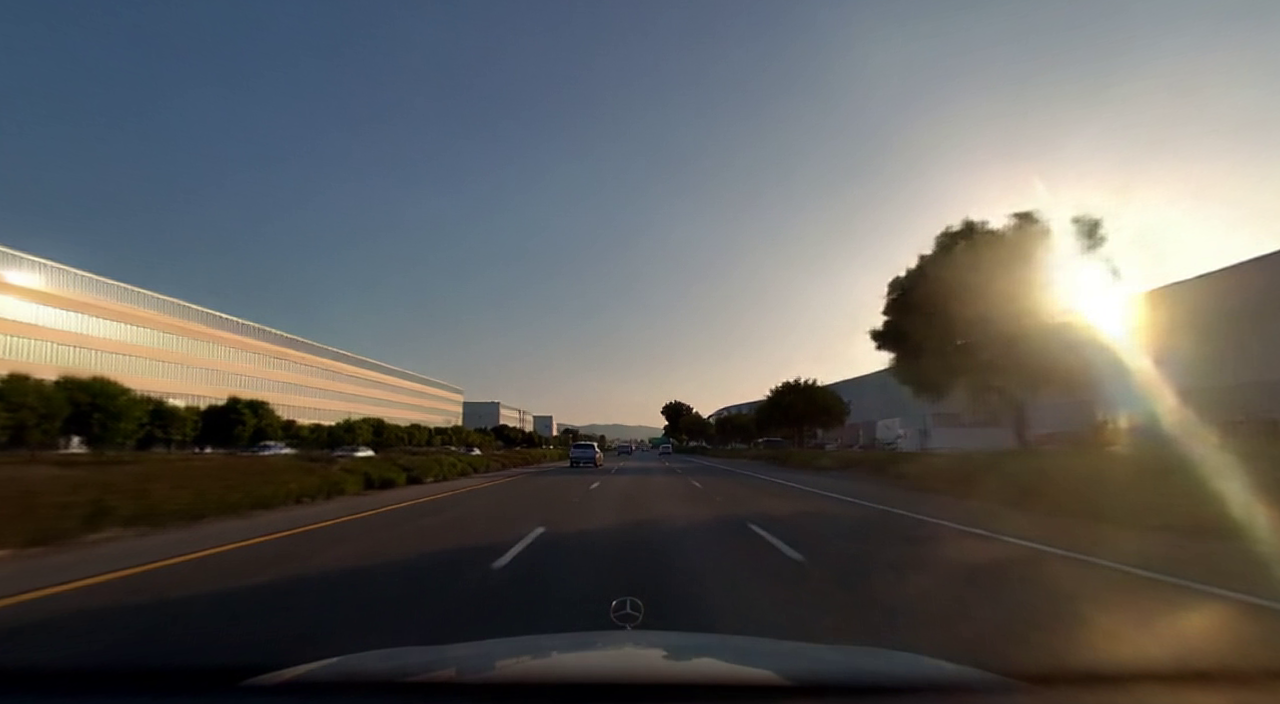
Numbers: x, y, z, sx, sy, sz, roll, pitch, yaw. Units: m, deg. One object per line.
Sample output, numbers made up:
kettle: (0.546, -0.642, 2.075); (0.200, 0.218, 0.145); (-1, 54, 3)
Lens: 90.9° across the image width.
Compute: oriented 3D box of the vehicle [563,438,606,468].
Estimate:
vehicle: (-3.537, 6.595, 41.211); (2.218, 1.850, 4.774); (0, -9, 1)
